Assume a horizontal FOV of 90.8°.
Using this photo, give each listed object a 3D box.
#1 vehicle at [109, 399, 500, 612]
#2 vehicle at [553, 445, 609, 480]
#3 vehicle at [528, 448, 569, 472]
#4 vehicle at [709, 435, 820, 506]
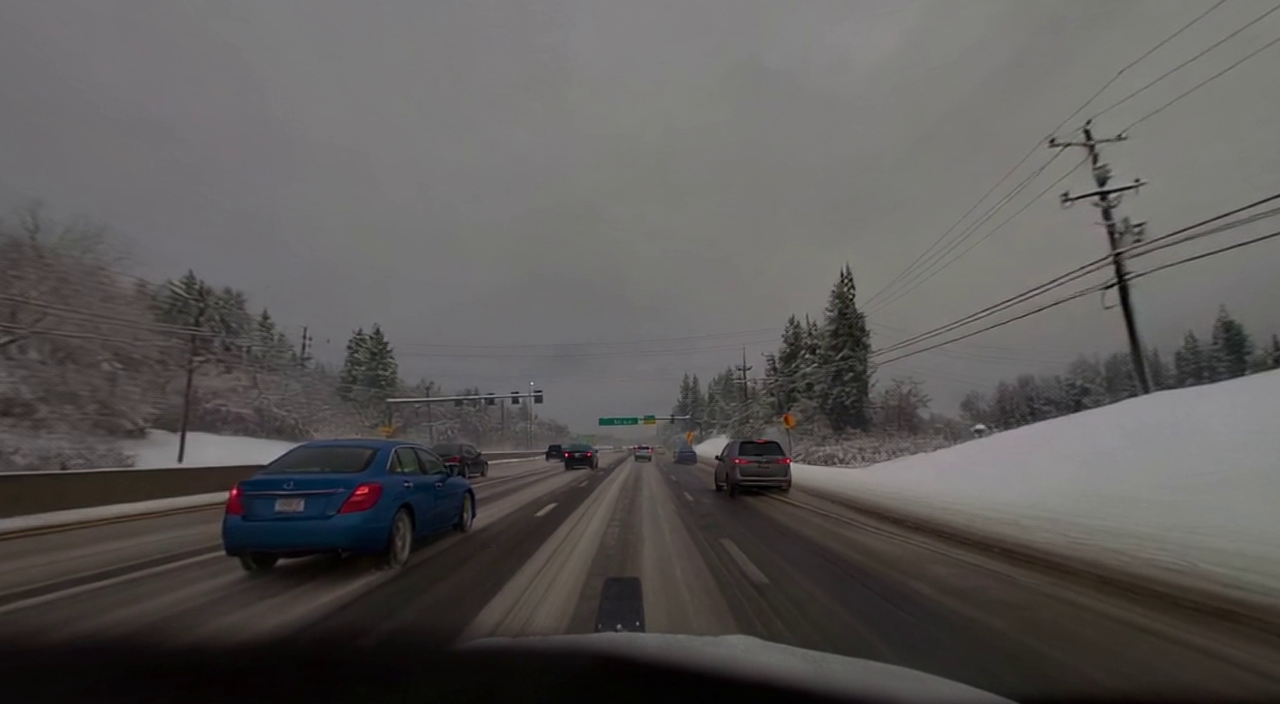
[{"bbox_3d":[-3.199,1.559,7.339,2.104,1.707,4.338,0,-8,1],"label":"vehicle"},{"bbox_3d":[-2.717,5.184,29.997,2.066,1.488,4.377,0,-8,2],"label":"vehicle"},{"bbox_3d":[-6.078,7.229,42.467,1.877,1.474,4.475,0,-8,2],"label":"vehicle"},{"bbox_3d":[3.222,3.167,17.348,2.100,1.659,4.387,0,-8,-1],"label":"vehicle"}]
